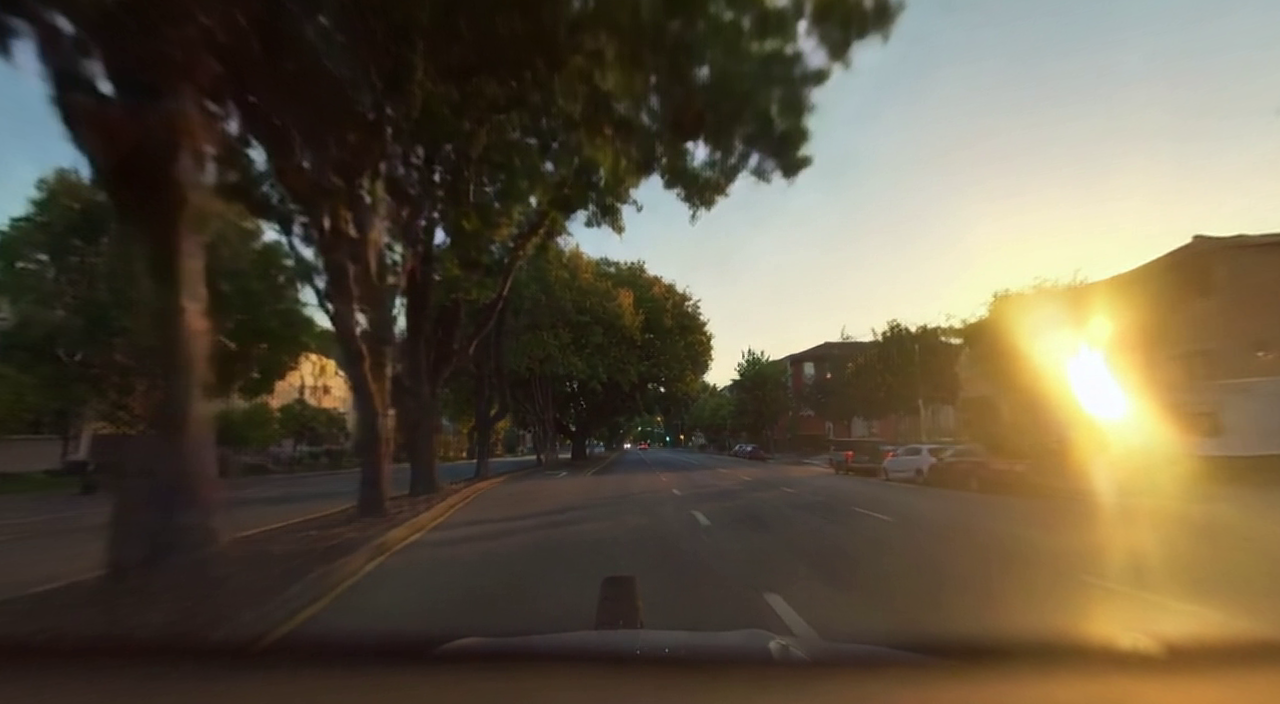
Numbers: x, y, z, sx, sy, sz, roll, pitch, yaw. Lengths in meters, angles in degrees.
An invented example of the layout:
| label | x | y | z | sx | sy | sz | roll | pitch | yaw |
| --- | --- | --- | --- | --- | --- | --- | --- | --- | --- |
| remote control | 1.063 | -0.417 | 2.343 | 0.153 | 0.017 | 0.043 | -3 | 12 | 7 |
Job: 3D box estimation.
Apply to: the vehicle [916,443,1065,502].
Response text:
| label | x | y | z | sx | sy | sz | roll | pitch | yaw |
| --- | --- | --- | --- | --- | --- | --- | --- | --- | --- |
| vehicle | 10.291 | 3.537 | 18.979 | 1.931 | 1.565 | 4.043 | 1 | -9 | -4 |

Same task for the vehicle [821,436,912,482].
| label | x | y | z | sx | sy | sz | roll | pitch | yaw |
| --- | --- | --- | --- | --- | --- | --- | --- | --- | --- |
| vehicle | 9.984 | 4.734 | 28.319 | 2.092 | 1.848 | 4.879 | 0 | -9 | -2 |

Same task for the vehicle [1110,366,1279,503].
| label | x | y | z | sx | sy | sz | roll | pitch | yaw |
| --- | --- | --- | --- | --- | --- | --- | --- | --- | --- |
| vehicle | 17.075 | 2.171 | 16.678 | 6.927 | 3.298 | 2.751 | 0 | -9 | 0 |
